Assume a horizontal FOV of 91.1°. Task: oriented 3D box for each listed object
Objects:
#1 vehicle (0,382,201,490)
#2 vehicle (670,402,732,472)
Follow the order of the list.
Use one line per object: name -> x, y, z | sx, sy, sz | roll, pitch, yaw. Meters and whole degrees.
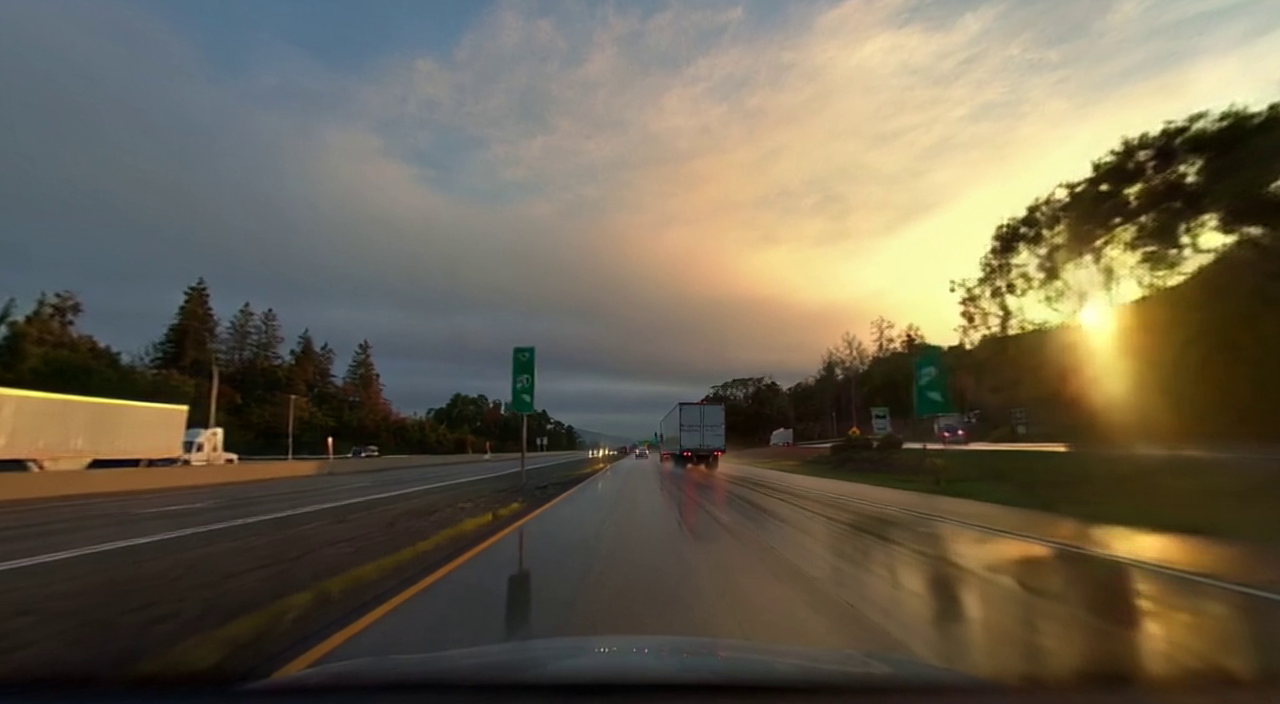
vehicle -> -26.300, 3.868, 28.351 | 2.937, 4.143, 13.793 | 1, -9, 0
vehicle -> 3.940, 6.021, 43.875 | 3.185, 4.154, 12.638 | 0, -9, 0
